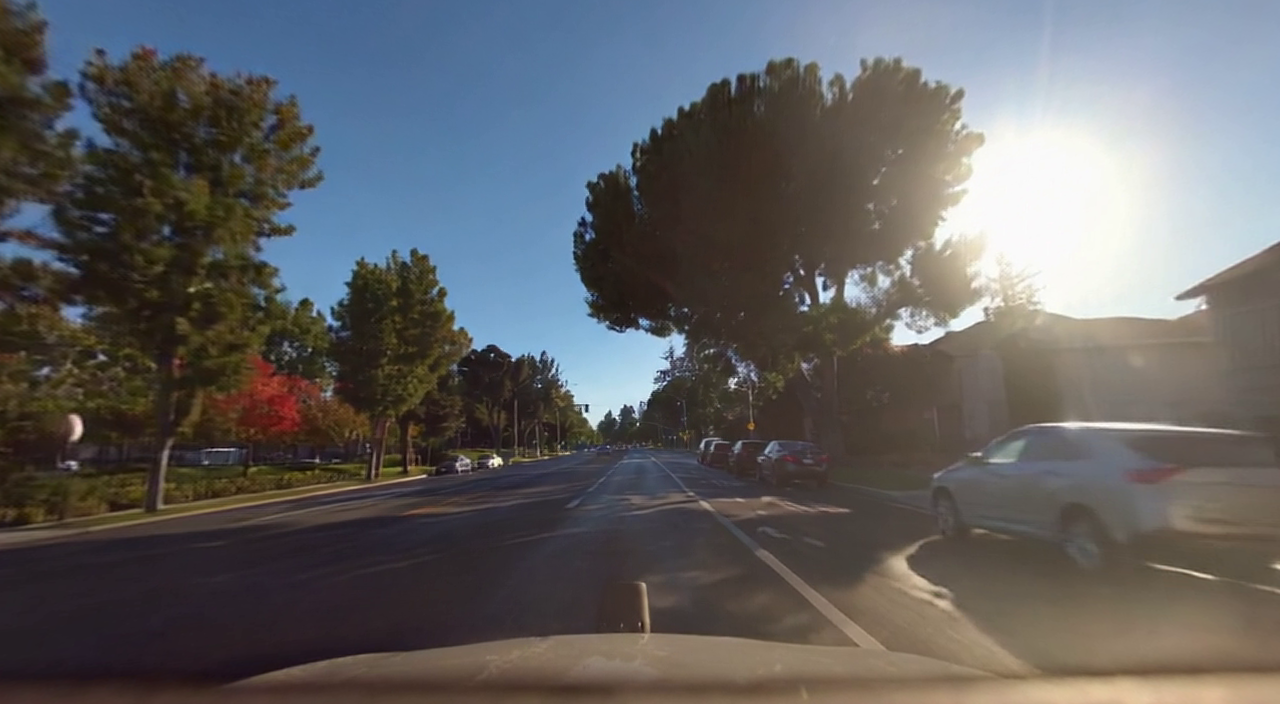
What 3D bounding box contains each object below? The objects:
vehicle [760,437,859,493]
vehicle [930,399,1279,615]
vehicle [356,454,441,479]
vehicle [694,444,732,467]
[{"bbox_3d":[5.139,3.460,19.721,1.837,1.532,3.886,0,-8,-3],"label":"vehicle"},{"bbox_3d":[5.316,1.535,7.176,1.990,1.694,4.179,0,-8,-1],"label":"vehicle"},{"bbox_3d":[-15.868,7.540,41.714,4.826,1.491,2.086,0,-8,-3],"label":"vehicle"},{"bbox_3d":[4.841,6.873,42.293,1.935,1.433,4.241,0,-8,-1],"label":"vehicle"}]
